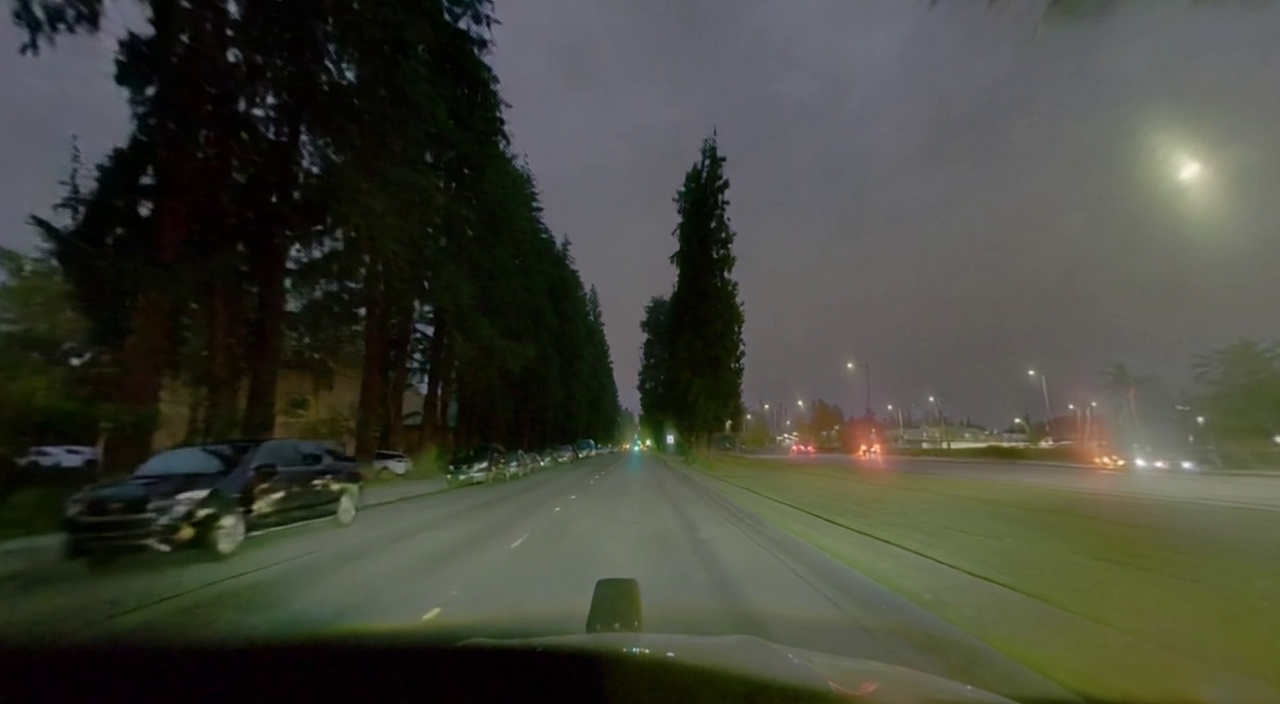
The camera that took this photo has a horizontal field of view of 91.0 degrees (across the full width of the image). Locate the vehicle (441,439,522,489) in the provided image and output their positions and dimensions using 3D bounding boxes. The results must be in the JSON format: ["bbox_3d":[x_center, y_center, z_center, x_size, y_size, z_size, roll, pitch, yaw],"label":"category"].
[{"bbox_3d":[-6.583,4.697,26.830,2.020,1.842,5.116,1,-8,1],"label":"vehicle"}]

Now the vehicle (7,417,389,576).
[{"bbox_3d":[-6.504,2.159,10.502,2.350,1.892,5.542,1,-8,0],"label":"vehicle"}]
